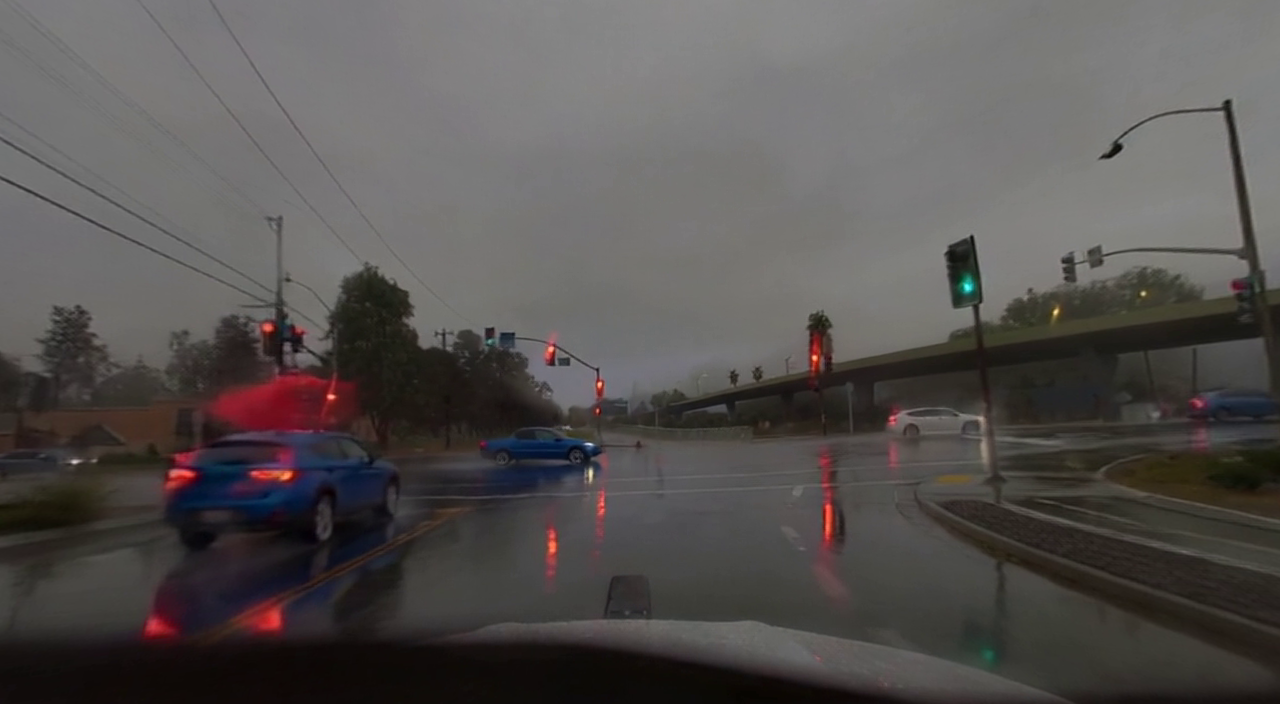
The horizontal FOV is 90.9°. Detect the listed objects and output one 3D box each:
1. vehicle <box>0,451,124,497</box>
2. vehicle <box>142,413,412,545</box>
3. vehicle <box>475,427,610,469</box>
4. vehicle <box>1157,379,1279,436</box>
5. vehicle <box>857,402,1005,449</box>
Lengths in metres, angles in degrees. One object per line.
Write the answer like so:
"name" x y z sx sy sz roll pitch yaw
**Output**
"vehicle" -21.397 4.262 22.143 4.610 1.476 2.021 0 -9 -4
"vehicle" -5.703 2.048 10.810 1.928 1.726 4.704 0 -9 -2
"vehicle" -3.489 3.522 23.384 4.757 1.442 1.858 0 -7 -3
"vehicle" 23.487 2.184 24.412 4.950 2.022 2.221 0 -9 -4
"vehicle" 10.955 2.825 23.965 4.636 1.668 1.935 0 -9 -2
